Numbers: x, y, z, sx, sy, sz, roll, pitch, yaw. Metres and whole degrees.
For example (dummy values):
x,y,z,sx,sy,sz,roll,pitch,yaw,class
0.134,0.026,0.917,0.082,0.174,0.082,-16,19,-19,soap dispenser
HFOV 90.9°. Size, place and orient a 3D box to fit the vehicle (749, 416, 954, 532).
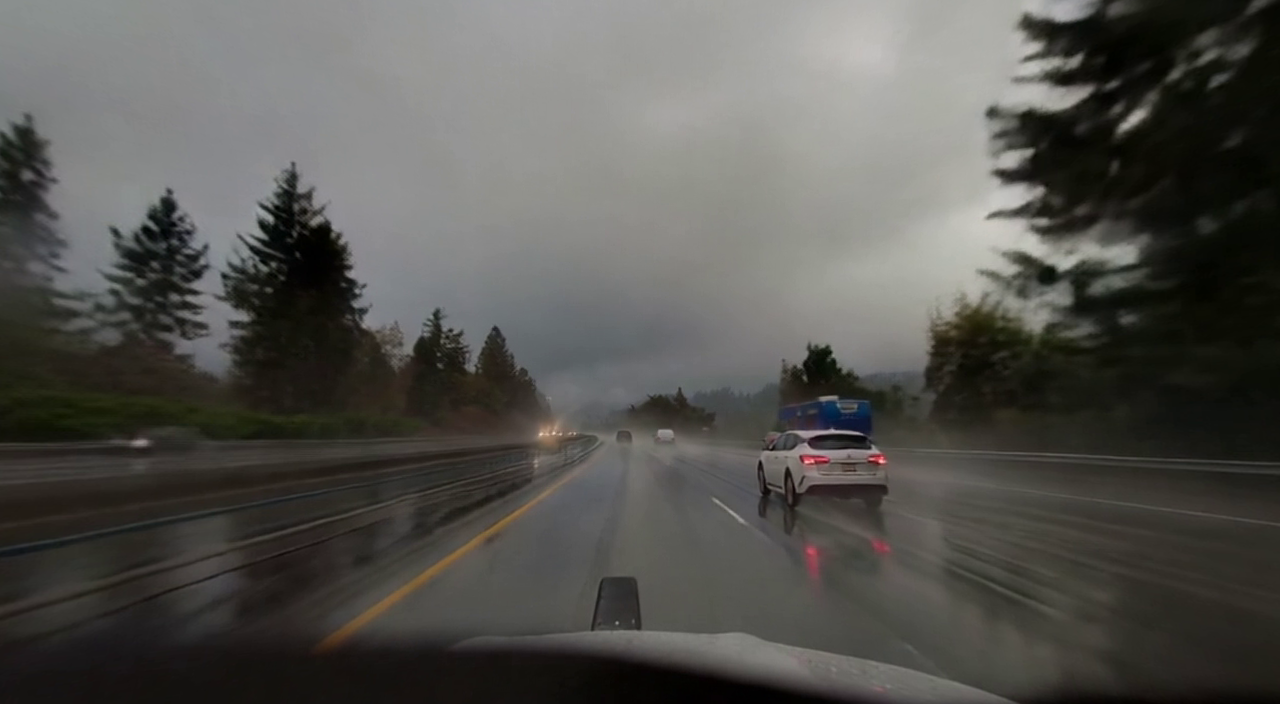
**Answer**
x,y,z,sx,sy,sz,roll,pitch,yaw,class
3.243,1.939,10.605,2.002,1.569,3.845,0,-8,-2,vehicle
